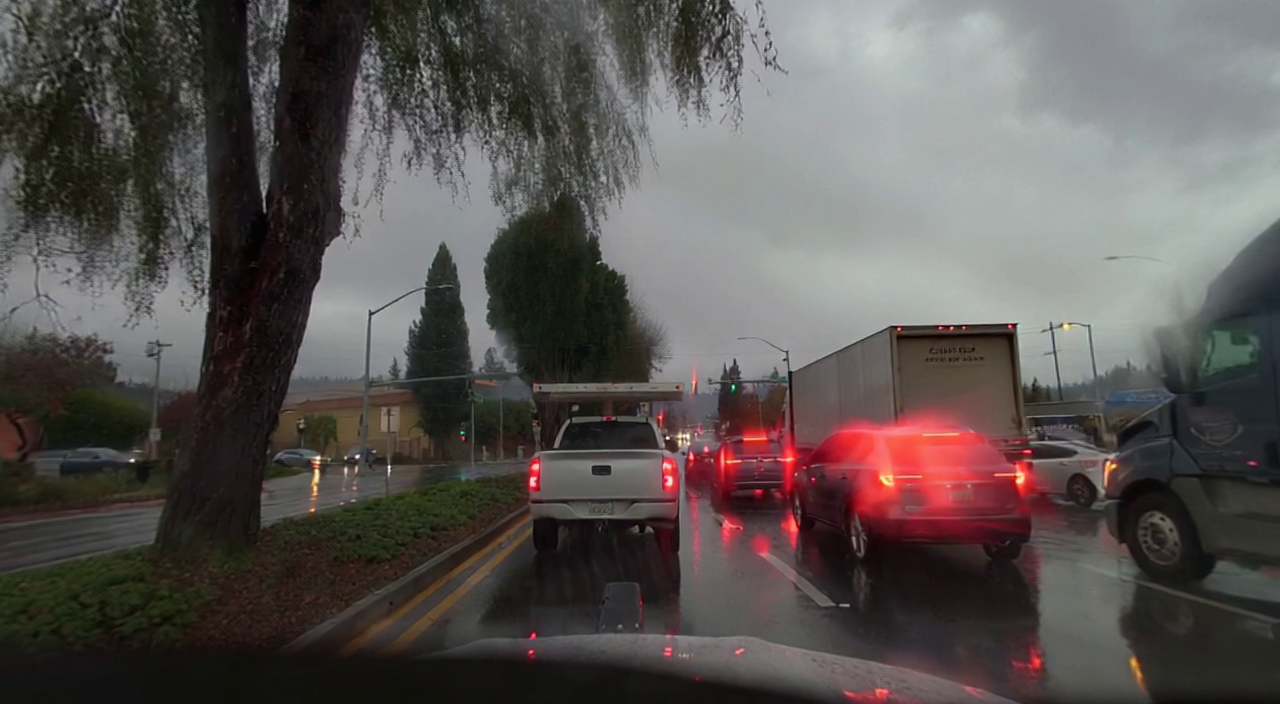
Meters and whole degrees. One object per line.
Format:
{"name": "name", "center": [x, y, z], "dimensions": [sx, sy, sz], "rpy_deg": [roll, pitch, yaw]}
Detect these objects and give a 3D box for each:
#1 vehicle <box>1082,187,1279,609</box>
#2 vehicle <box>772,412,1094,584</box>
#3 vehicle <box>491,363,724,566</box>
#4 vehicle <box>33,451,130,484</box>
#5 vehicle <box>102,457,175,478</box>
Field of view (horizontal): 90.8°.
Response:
{"name": "vehicle", "center": [6.526, 0.107, 3.358], "dimensions": [2.802, 3.322, 7.429], "rpy_deg": [0, -9, -1]}
{"name": "vehicle", "center": [3.254, 1.737, 8.437], "dimensions": [1.905, 1.587, 4.998], "rpy_deg": [0, -9, 0]}
{"name": "vehicle", "center": [-0.362, 1.596, 9.459], "dimensions": [2.499, 2.183, 5.111], "rpy_deg": [0, -9, 0]}
{"name": "vehicle", "center": [-28.571, 5.899, 32.483], "dimensions": [1.730, 1.534, 3.922], "rpy_deg": [1, -9, -7]}
{"name": "vehicle", "center": [-38.151, 8.790, 48.130], "dimensions": [4.150, 1.474, 1.826], "rpy_deg": [-1, -9, 6]}
